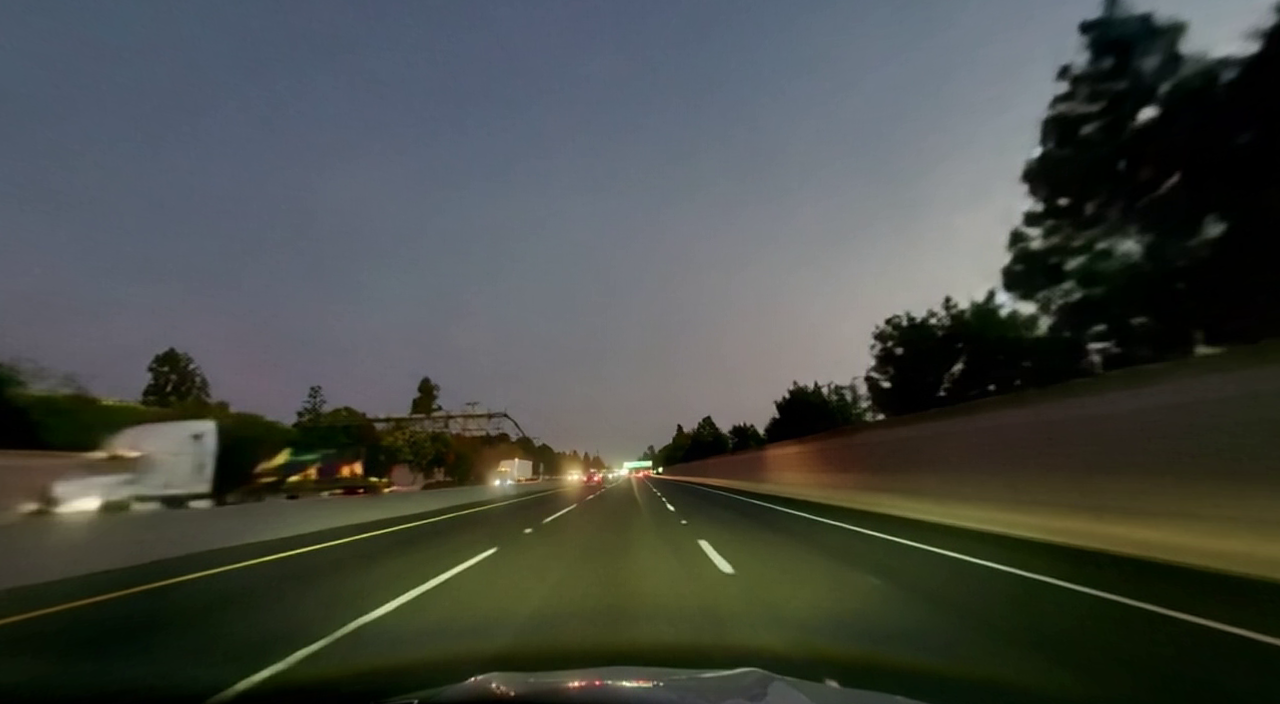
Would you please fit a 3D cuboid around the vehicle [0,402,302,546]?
[{"bbox_3d":[-17.188,4.302,22.662,3.031,3.715,12.365,1,-11,0],"label":"vehicle"}]
